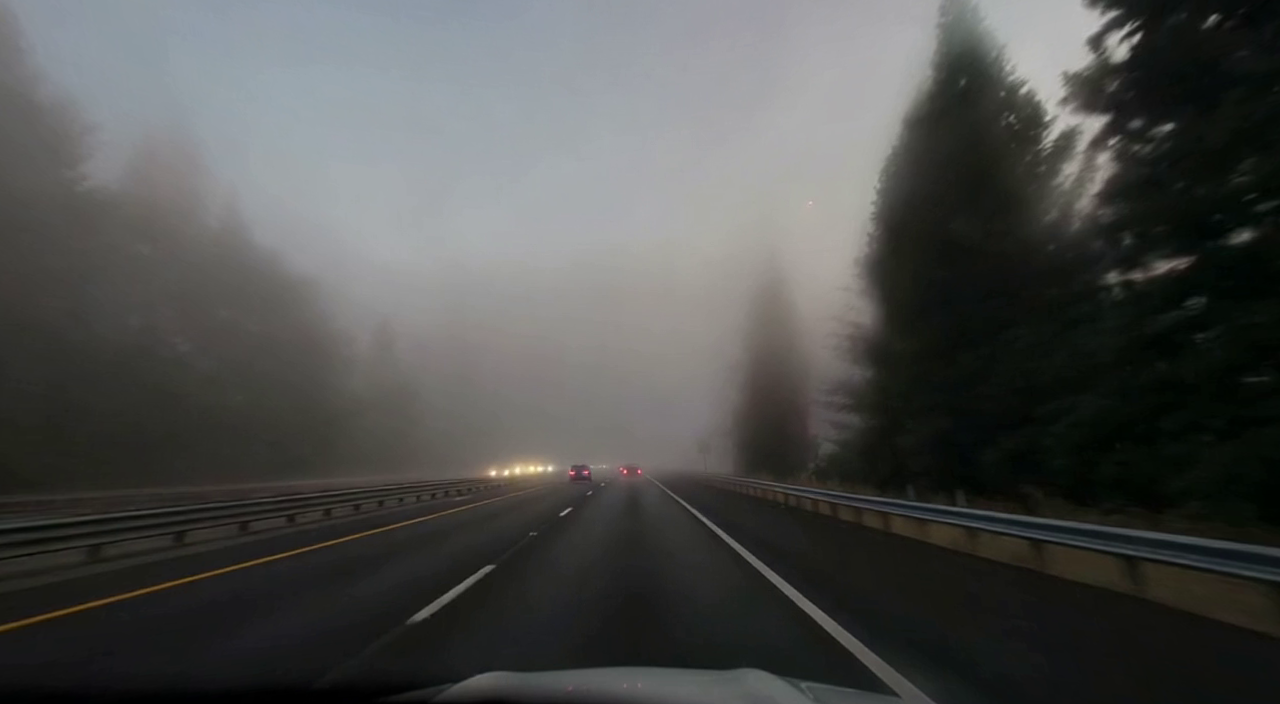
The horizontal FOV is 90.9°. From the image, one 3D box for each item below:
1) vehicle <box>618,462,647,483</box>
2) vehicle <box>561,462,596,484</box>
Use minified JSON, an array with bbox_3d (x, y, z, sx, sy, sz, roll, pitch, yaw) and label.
[{"bbox_3d":[-0.579,9.273,48.479,2.071,1.507,4.324,1,-10,0],"label":"vehicle"},{"bbox_3d":[-4.321,8.562,44.681,2.088,1.466,3.939,1,-10,0],"label":"vehicle"}]
